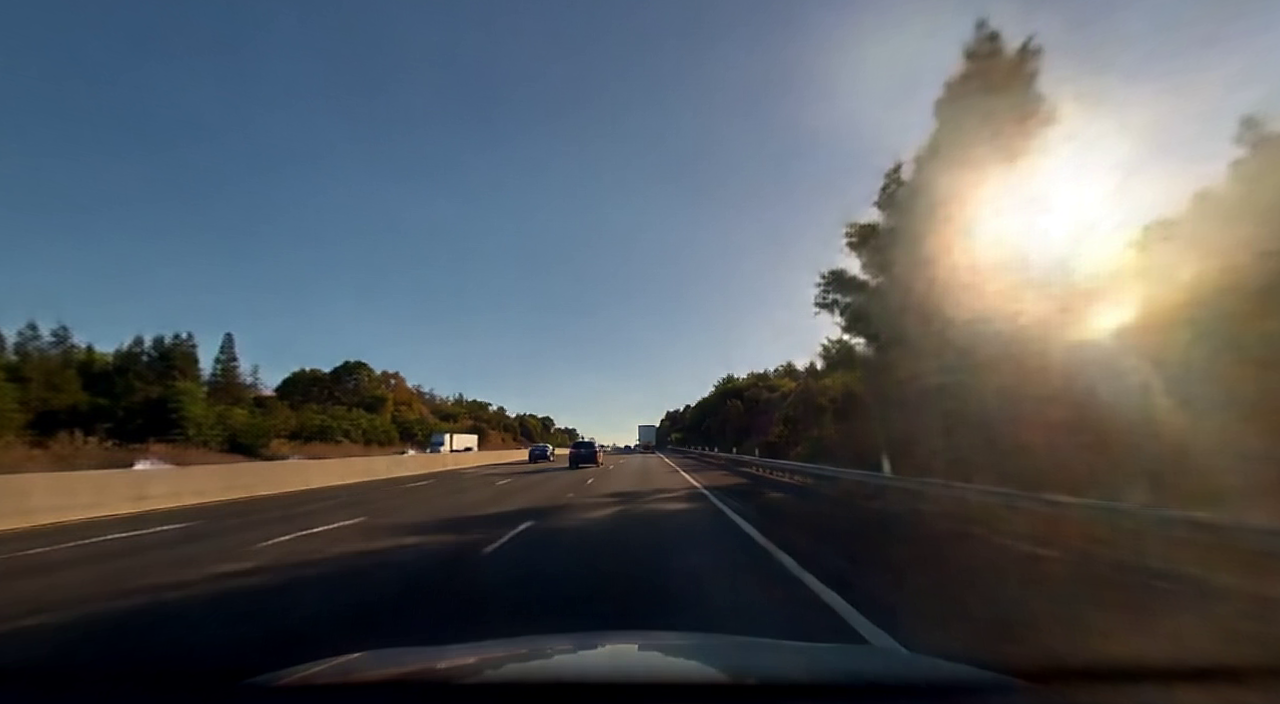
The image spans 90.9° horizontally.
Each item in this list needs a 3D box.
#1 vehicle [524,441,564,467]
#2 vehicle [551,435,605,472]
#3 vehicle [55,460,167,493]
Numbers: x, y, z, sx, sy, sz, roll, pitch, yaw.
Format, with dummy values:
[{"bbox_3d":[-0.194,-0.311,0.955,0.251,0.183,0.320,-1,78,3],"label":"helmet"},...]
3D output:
[{"bbox_3d":[-6.499,6.940,43.157,2.062,1.691,4.278,0,-8,0],"label":"vehicle"},{"bbox_3d":[-3.171,5.324,33.290,2.283,1.802,4.810,0,-8,1],"label":"vehicle"},{"bbox_3d":[-28.427,6.675,34.126,1.811,1.488,4.900,0,-8,0],"label":"vehicle"}]
